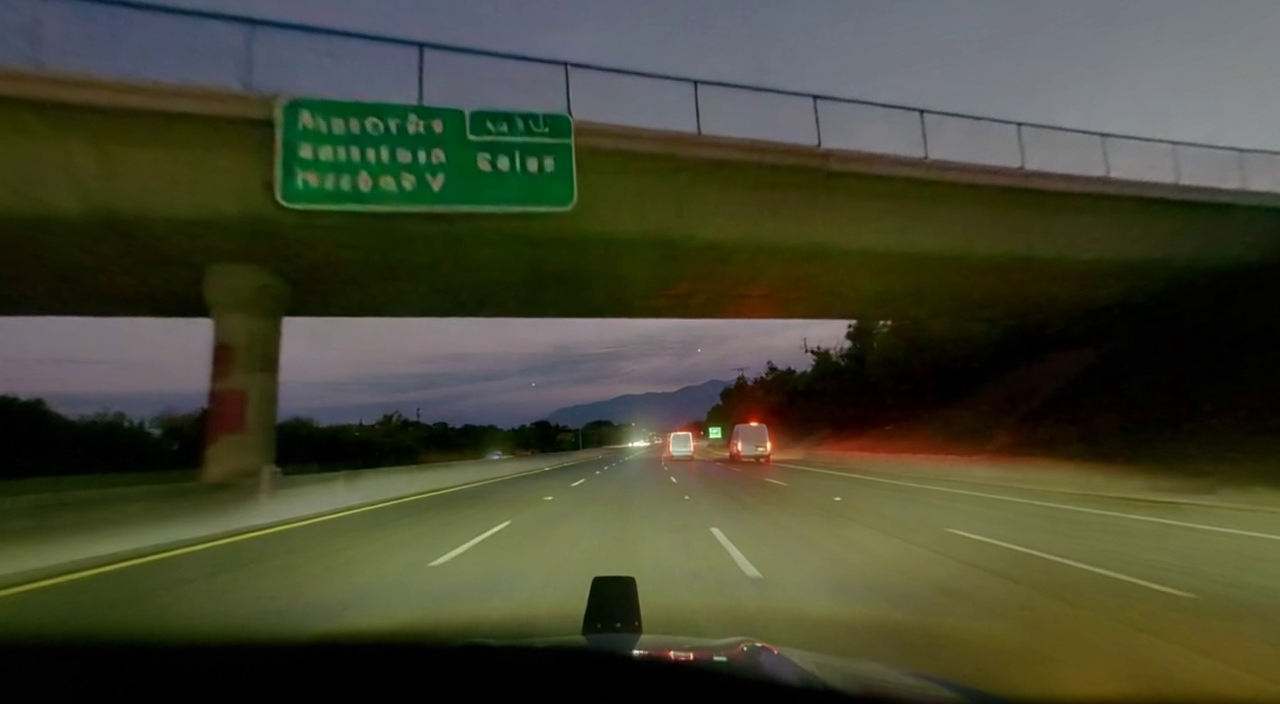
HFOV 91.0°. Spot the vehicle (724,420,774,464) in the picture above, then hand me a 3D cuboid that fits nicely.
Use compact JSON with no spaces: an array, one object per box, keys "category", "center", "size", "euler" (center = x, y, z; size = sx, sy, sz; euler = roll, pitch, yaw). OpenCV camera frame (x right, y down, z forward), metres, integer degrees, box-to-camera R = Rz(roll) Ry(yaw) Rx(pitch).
[{"category":"vehicle","center":[7.486,6.317,43.979],"size":[2.379,2.819,6.294],"euler":[0,-8,0]}]
